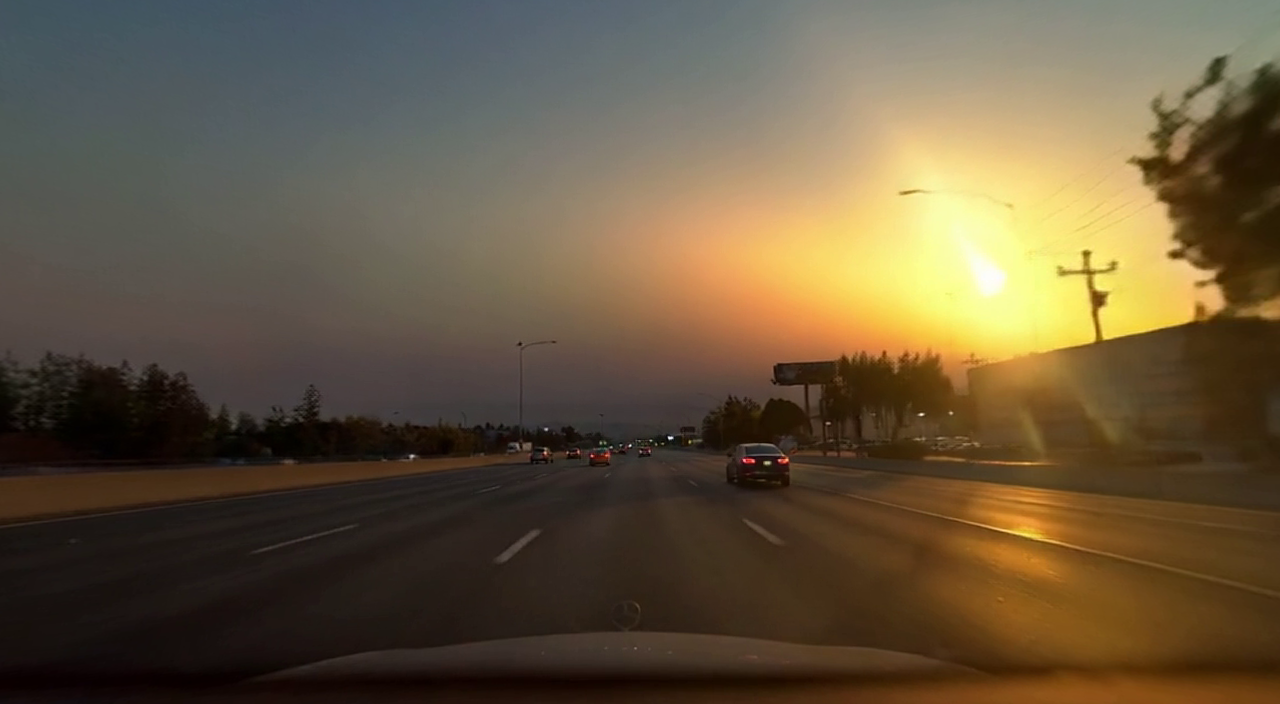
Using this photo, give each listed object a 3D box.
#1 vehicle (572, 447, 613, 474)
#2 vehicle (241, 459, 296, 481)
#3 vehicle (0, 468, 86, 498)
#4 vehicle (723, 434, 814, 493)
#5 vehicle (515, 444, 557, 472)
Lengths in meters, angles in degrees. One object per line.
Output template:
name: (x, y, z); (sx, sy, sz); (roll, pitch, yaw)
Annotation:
vehicle: (-2.801, 6.528, 38.006); (2.139, 1.510, 4.506); (0, -9, 0)
vehicle: (-27.777, 8.840, 47.199); (1.722, 1.495, 3.786); (0, -9, 0)
vehicle: (-33.671, 7.266, 35.155); (1.813, 1.475, 3.941); (0, -9, 1)
vehicle: (4.269, 3.783, 21.706); (2.109, 1.764, 4.704); (0, -9, 0)
vehicle: (-7.323, 7.512, 44.881); (2.112, 1.813, 4.716); (0, -9, 1)
